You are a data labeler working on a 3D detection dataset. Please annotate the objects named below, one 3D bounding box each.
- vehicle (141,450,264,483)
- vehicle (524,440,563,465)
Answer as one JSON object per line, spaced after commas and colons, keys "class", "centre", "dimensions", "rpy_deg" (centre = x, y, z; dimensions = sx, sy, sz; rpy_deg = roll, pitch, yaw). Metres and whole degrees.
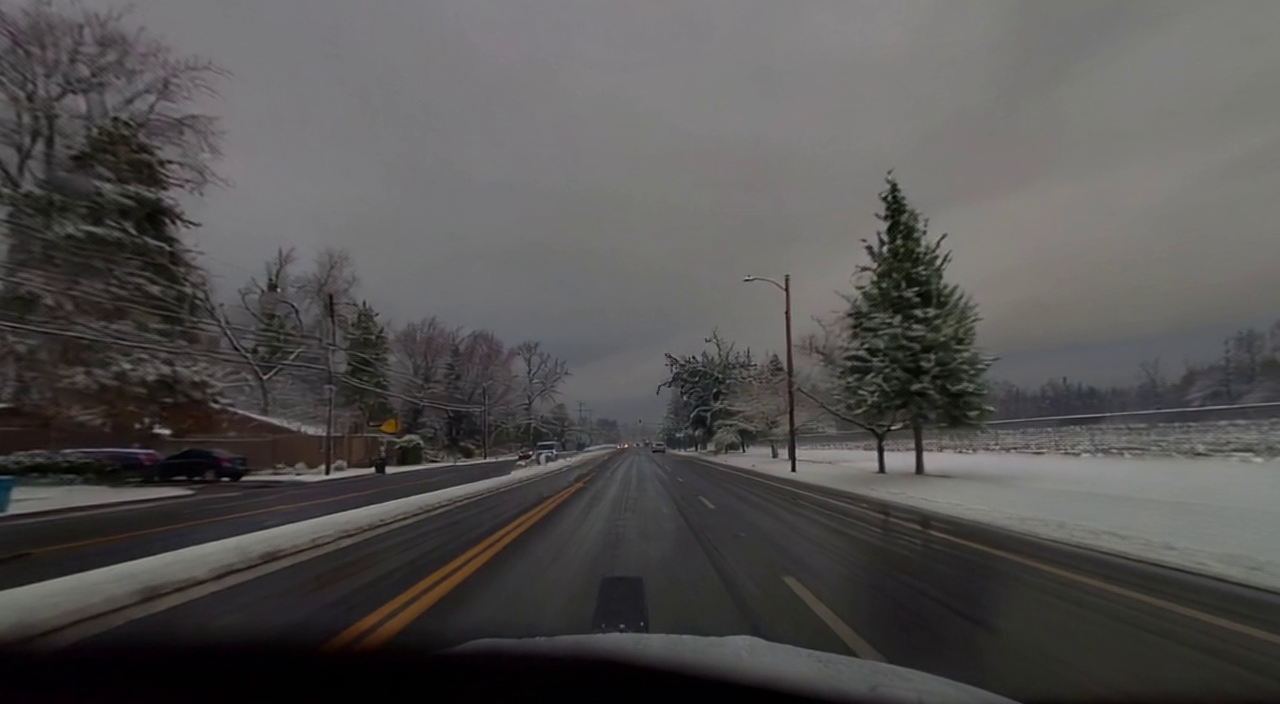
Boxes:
{"class": "vehicle", "centre": [-21.427, 5.608, 31.050], "dimensions": [4.503, 1.529, 1.860], "rpy_deg": [1, -8, -7]}
{"class": "vehicle", "centre": [-7.190, 7.590, 47.599], "dimensions": [2.146, 1.749, 4.534], "rpy_deg": [0, -8, 1]}
